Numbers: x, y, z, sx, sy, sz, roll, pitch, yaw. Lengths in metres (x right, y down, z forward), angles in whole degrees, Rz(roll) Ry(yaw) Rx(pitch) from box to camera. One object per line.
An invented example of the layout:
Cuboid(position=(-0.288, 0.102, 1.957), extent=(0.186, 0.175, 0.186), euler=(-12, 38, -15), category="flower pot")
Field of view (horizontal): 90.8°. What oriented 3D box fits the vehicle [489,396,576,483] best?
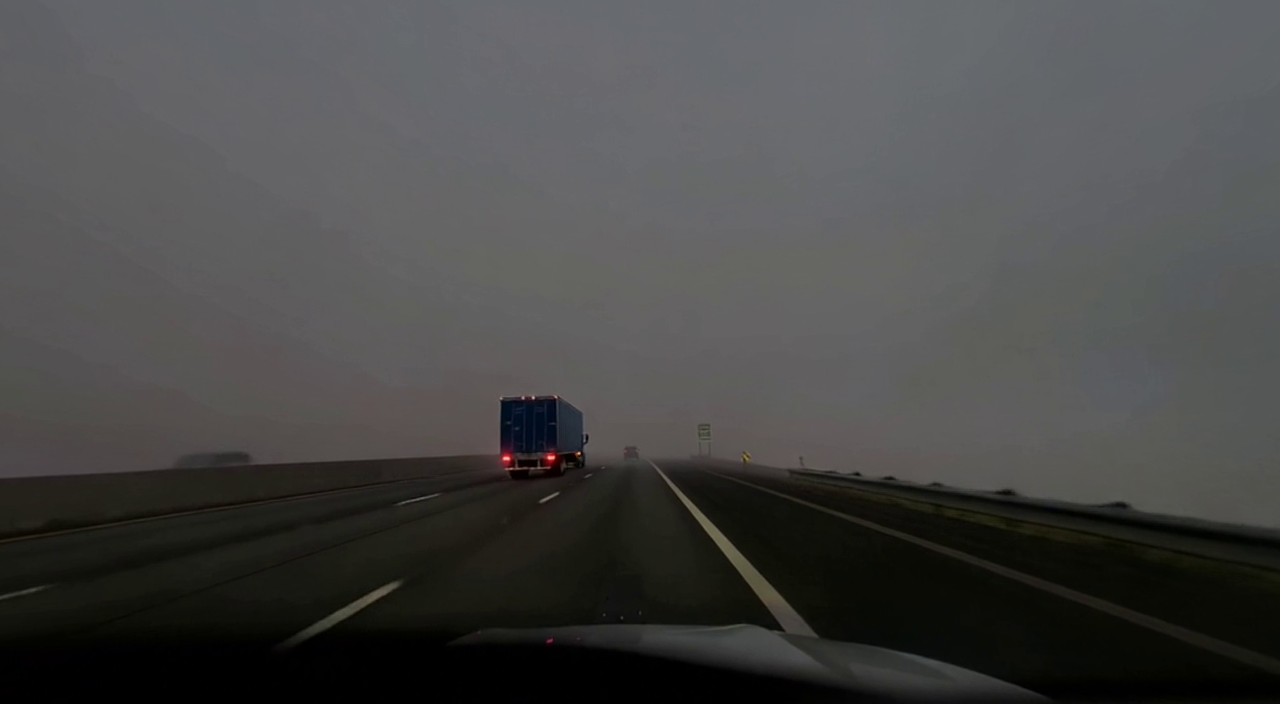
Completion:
Cuboid(position=(-4.665, 4.050, 29.001), extent=(2.707, 3.461, 7.191), euler=(0, -9, 0), category="vehicle")
